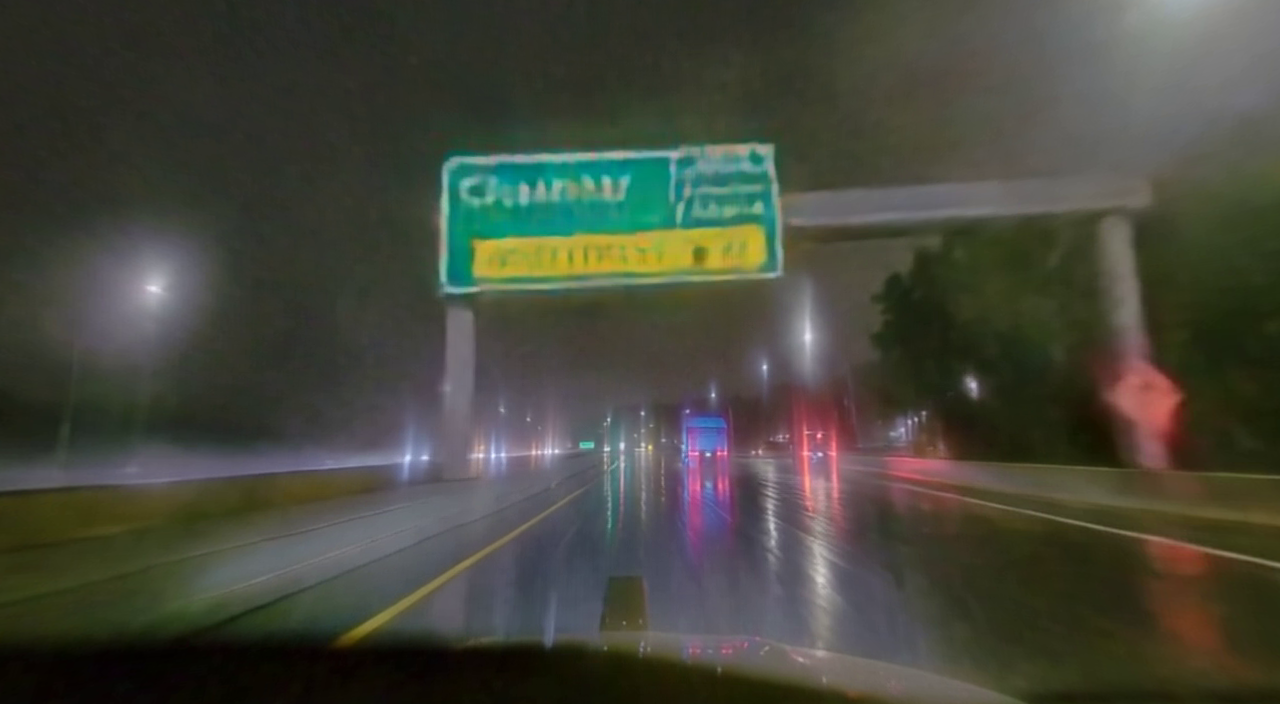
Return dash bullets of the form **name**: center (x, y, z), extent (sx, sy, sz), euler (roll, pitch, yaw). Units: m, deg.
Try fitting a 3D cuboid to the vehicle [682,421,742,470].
- **vehicle**: center (3.945, 5.304, 35.708), extent (2.430, 2.495, 6.062), euler (0, -8, -2)
